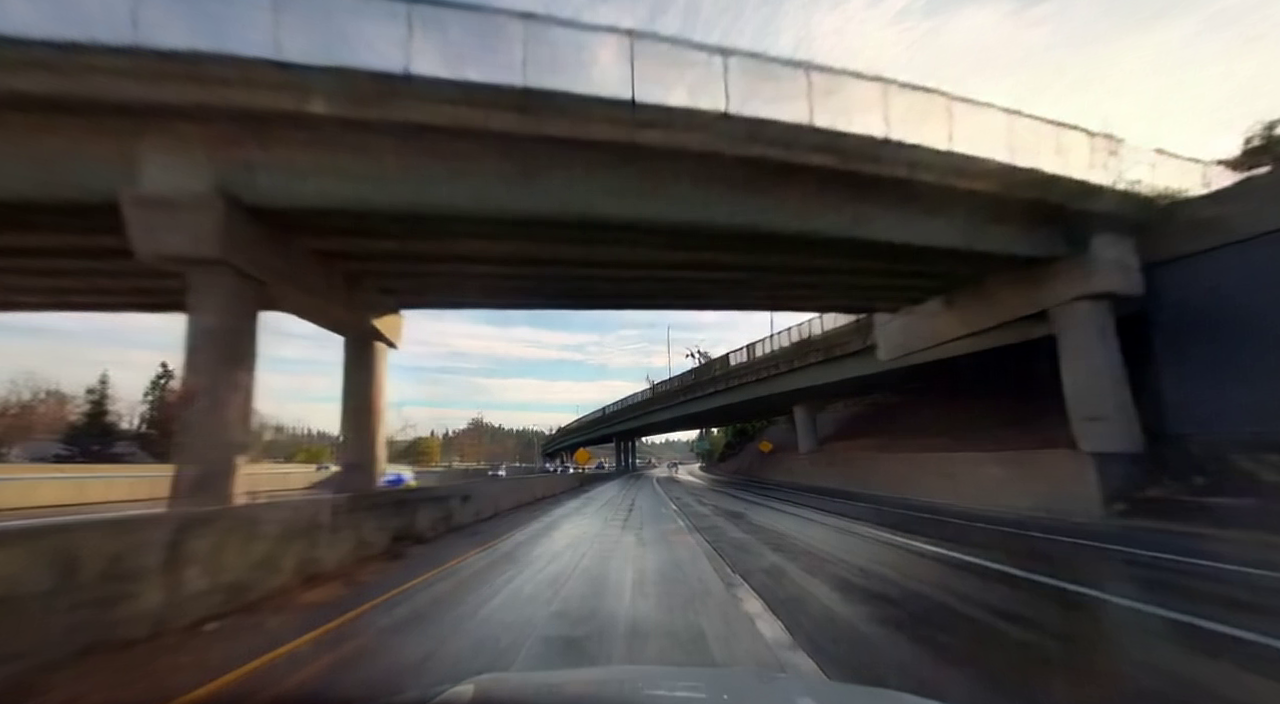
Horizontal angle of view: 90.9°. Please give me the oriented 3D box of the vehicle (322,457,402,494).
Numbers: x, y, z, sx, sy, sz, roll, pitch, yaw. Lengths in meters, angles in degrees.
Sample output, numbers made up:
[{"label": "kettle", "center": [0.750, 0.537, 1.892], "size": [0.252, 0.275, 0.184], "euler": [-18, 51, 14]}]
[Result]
[{"label": "vehicle", "center": [-13.320, 5.956, 30.461], "size": [1.873, 1.606, 4.212], "euler": [1, -10, 0]}]
